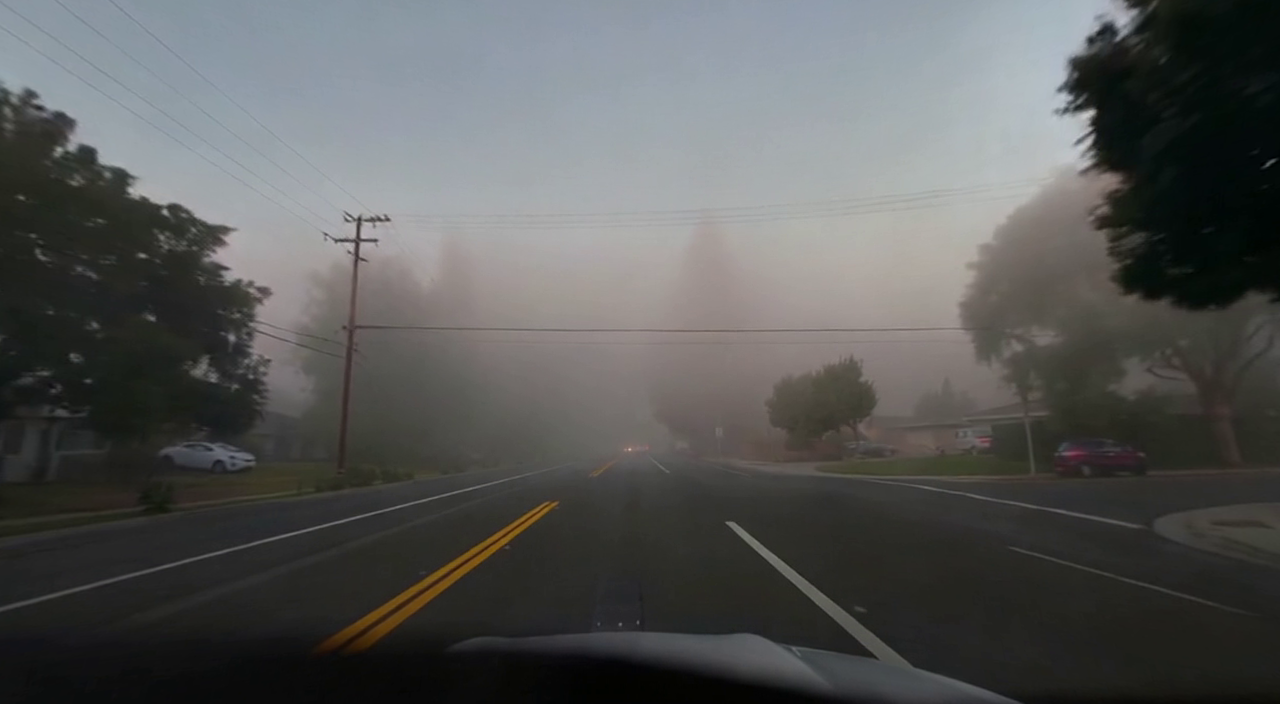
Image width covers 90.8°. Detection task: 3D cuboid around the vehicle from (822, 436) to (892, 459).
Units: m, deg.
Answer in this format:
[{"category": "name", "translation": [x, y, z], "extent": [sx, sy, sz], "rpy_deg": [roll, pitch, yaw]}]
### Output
[{"category": "vehicle", "translation": [16.164, 7.163, 47.228], "extent": [4.443, 1.497, 2.168], "rpy_deg": [-2, -9, 0]}]

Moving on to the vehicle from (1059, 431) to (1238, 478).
[{"category": "vehicle", "translation": [20.925, 4.232, 26.208], "extent": [5.457, 1.789, 2.169], "rpy_deg": [0, -8, 0]}]

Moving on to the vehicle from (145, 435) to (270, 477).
[{"category": "vehicle", "translation": [-22.274, 5.376, 32.736], "extent": [4.722, 1.983, 2.346], "rpy_deg": [-1, -8, -2]}]
